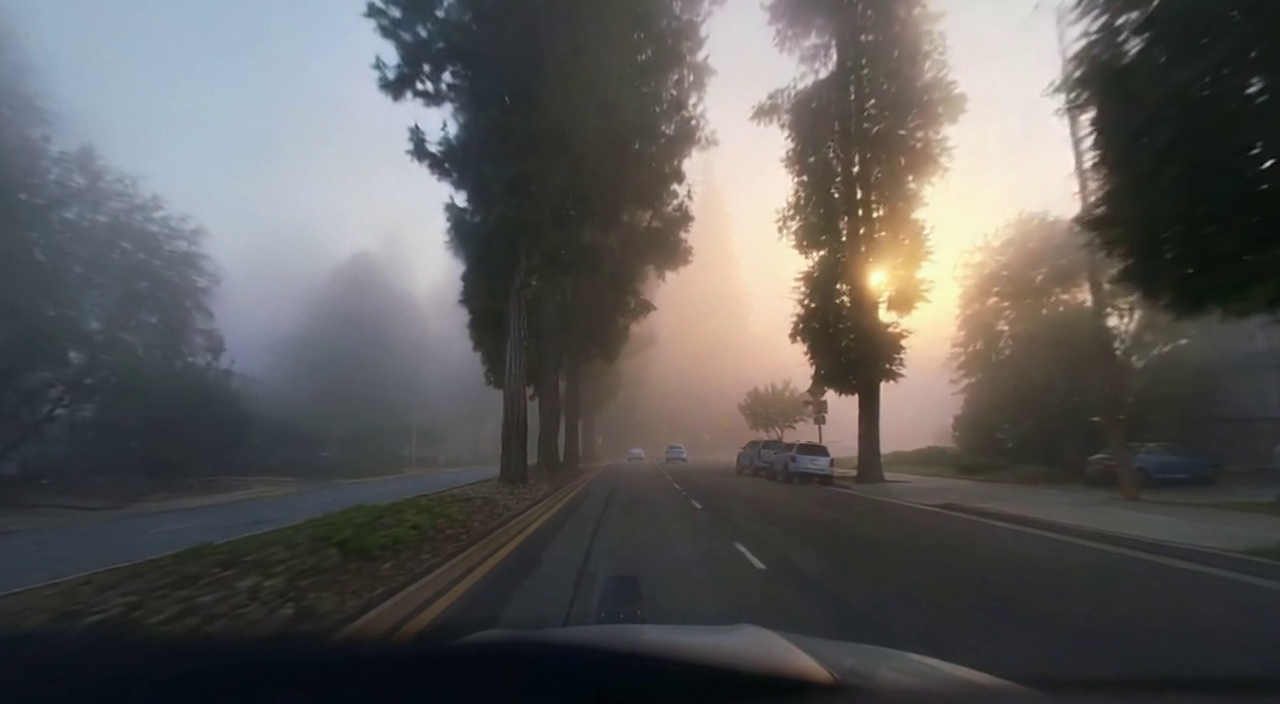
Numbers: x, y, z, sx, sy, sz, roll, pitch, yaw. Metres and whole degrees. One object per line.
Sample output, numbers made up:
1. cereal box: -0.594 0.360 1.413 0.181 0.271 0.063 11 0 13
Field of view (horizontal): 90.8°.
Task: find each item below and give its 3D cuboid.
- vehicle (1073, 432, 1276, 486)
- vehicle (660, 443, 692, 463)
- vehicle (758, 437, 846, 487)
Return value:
1. vehicle: 15.857 3.187 18.926 4.331 1.413 1.892 -1 -9 -1
2. vehicle: 2.715 7.734 48.530 2.142 1.501 4.273 0 -8 -1
3. vehicle: 6.286 4.334 25.215 2.040 1.710 5.200 2 -9 -1
